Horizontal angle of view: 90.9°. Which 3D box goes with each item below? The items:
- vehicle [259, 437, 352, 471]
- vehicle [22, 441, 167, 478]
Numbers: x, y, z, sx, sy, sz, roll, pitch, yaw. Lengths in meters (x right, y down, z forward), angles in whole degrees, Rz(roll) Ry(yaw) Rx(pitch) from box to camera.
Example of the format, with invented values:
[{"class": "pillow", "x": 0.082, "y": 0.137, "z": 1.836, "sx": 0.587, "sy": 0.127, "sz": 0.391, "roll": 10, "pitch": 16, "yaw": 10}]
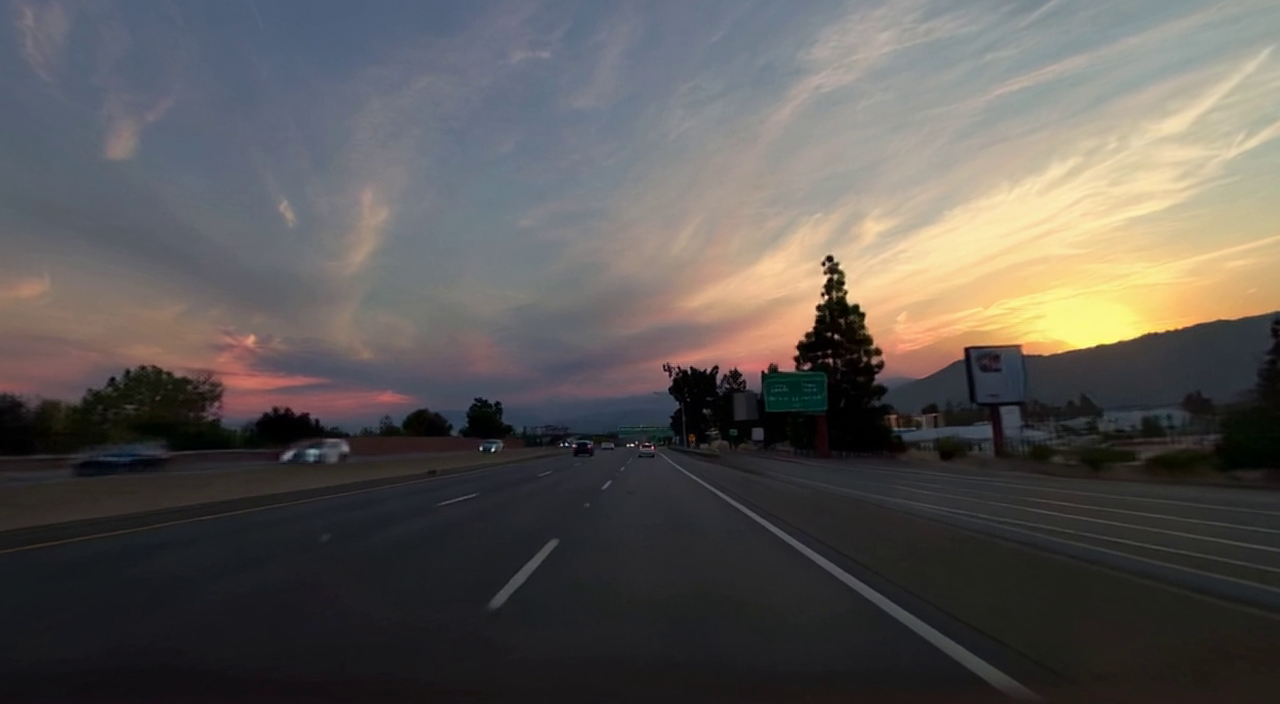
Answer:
[{"class": "vehicle", "x": -17.557, "y": 5.389, "z": 33.435, "sx": 2.200, "sy": 1.627, "sz": 4.900, "roll": 0, "pitch": -9, "yaw": 0}, {"class": "vehicle", "x": -25.036, "y": 4.940, "z": 29.272, "sx": 2.061, "sy": 1.561, "sz": 5.097, "roll": 0, "pitch": -9, "yaw": 2}]
